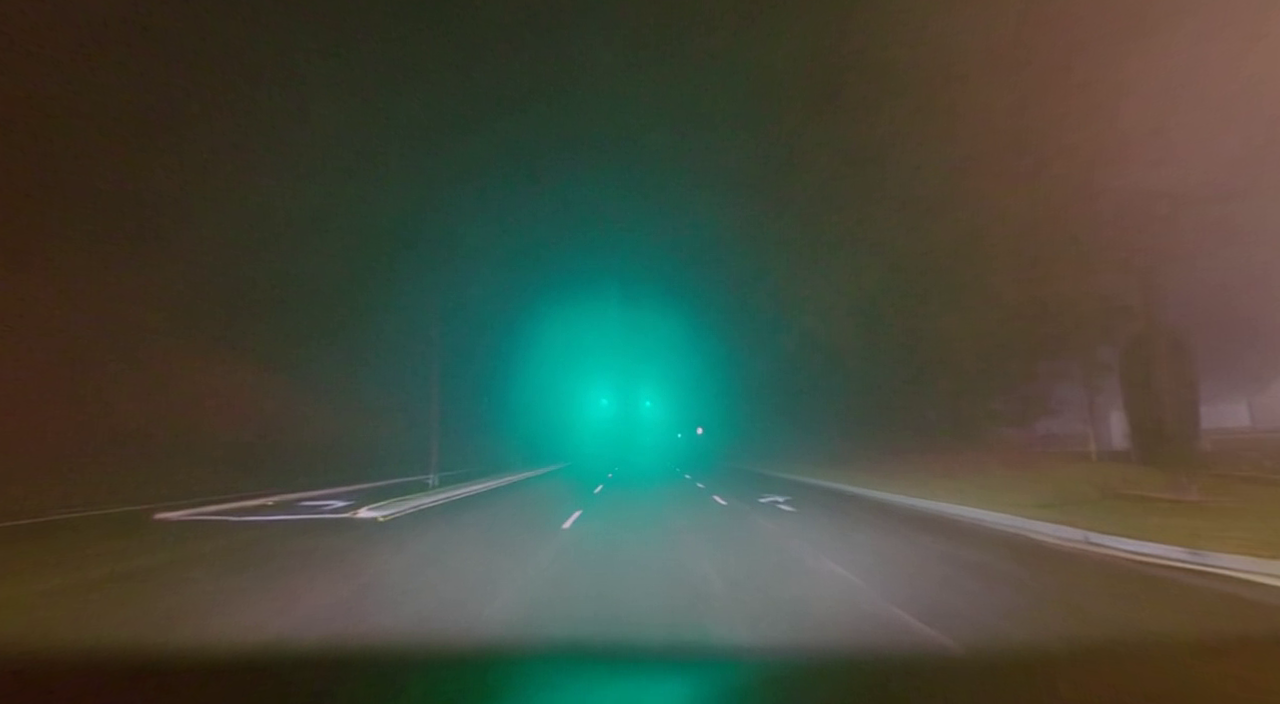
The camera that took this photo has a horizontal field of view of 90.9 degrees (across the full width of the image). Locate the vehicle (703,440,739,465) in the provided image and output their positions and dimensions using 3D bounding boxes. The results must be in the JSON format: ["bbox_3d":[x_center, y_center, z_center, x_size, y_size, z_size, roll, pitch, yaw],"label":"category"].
[{"bbox_3d":[5.853,7.346,46.166,2.057,1.688,4.596,0,-8,0],"label":"vehicle"}]
